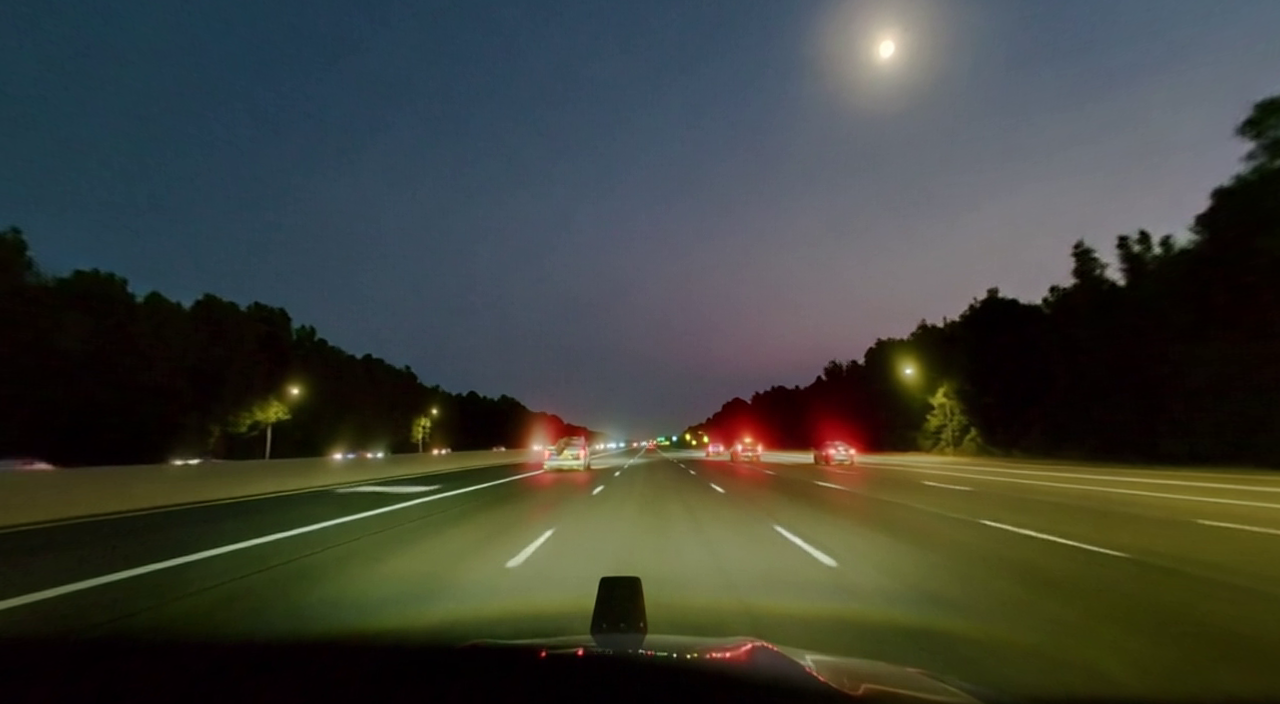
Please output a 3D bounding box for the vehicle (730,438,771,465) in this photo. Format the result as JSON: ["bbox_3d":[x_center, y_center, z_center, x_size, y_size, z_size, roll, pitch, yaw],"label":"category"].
[{"bbox_3d":[7.486,6.788,43.143,2.063,1.706,4.259,0,-8,1],"label":"vehicle"}]

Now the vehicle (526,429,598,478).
[{"bbox_3d":[-3.362,4.531,28.406,2.453,1.952,5.320,0,-8,1],"label":"vehicle"}]
